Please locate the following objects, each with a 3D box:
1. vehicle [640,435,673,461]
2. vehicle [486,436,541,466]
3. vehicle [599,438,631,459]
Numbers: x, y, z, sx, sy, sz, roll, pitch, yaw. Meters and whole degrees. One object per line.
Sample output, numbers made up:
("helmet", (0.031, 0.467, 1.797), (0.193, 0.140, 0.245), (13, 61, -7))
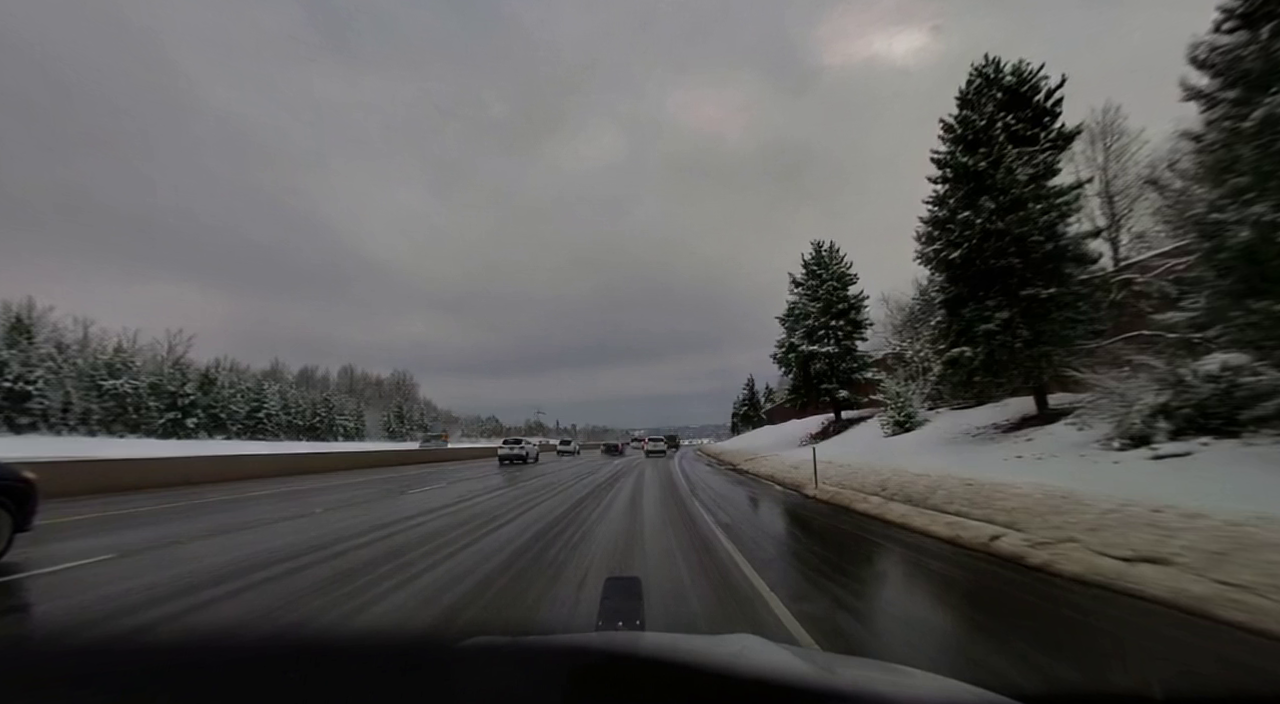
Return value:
("vehicle", (1.210, 6.697, 44.020), (2.141, 1.706, 4.065), (0, -9, 4))
("vehicle", (-7.001, 5.543, 35.325), (1.986, 1.534, 4.255), (0, -9, 4))
("vehicle", (-1.919, 7.575, 49.409), (2.002, 1.531, 4.469), (0, -9, 5))
